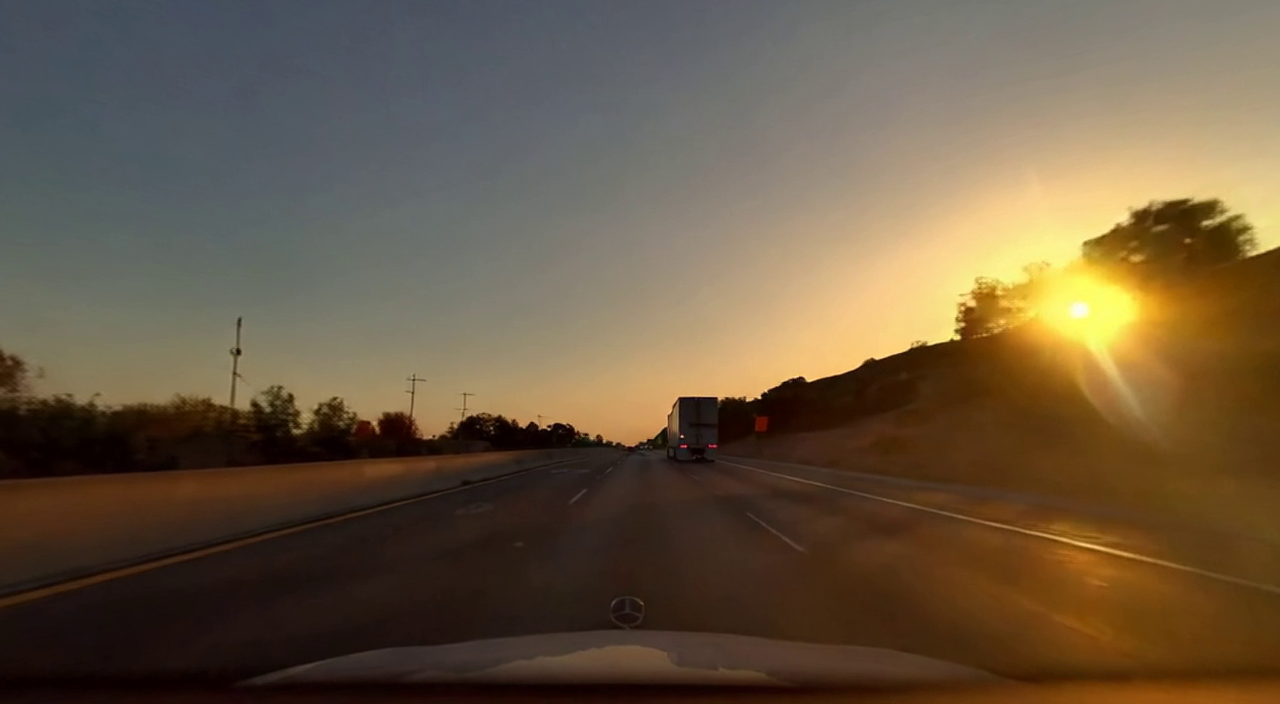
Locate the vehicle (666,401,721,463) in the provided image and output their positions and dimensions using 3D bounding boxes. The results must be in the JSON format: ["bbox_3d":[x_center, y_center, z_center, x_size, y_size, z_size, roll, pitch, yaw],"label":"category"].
[{"bbox_3d":[3.871,6.343,48.862,2.933,4.100,14.317,0,-8,0],"label":"vehicle"}]
